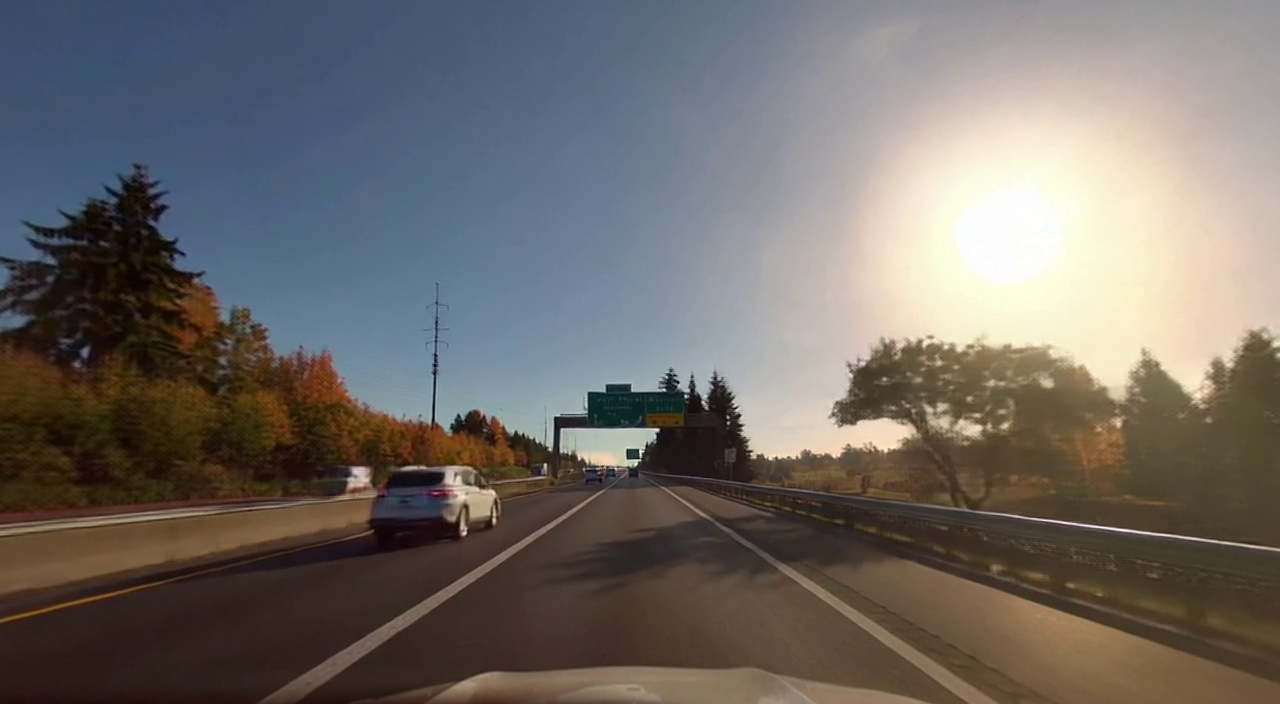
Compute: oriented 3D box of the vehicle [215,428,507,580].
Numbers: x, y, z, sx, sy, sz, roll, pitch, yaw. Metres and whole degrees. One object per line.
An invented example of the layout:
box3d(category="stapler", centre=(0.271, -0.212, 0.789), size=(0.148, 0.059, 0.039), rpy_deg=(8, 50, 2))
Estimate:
box3d(category="vehicle", centre=(-4.046, 2.407, 10.718), size=(2.254, 1.809, 5.839), rpy_deg=(1, -10, 0))
